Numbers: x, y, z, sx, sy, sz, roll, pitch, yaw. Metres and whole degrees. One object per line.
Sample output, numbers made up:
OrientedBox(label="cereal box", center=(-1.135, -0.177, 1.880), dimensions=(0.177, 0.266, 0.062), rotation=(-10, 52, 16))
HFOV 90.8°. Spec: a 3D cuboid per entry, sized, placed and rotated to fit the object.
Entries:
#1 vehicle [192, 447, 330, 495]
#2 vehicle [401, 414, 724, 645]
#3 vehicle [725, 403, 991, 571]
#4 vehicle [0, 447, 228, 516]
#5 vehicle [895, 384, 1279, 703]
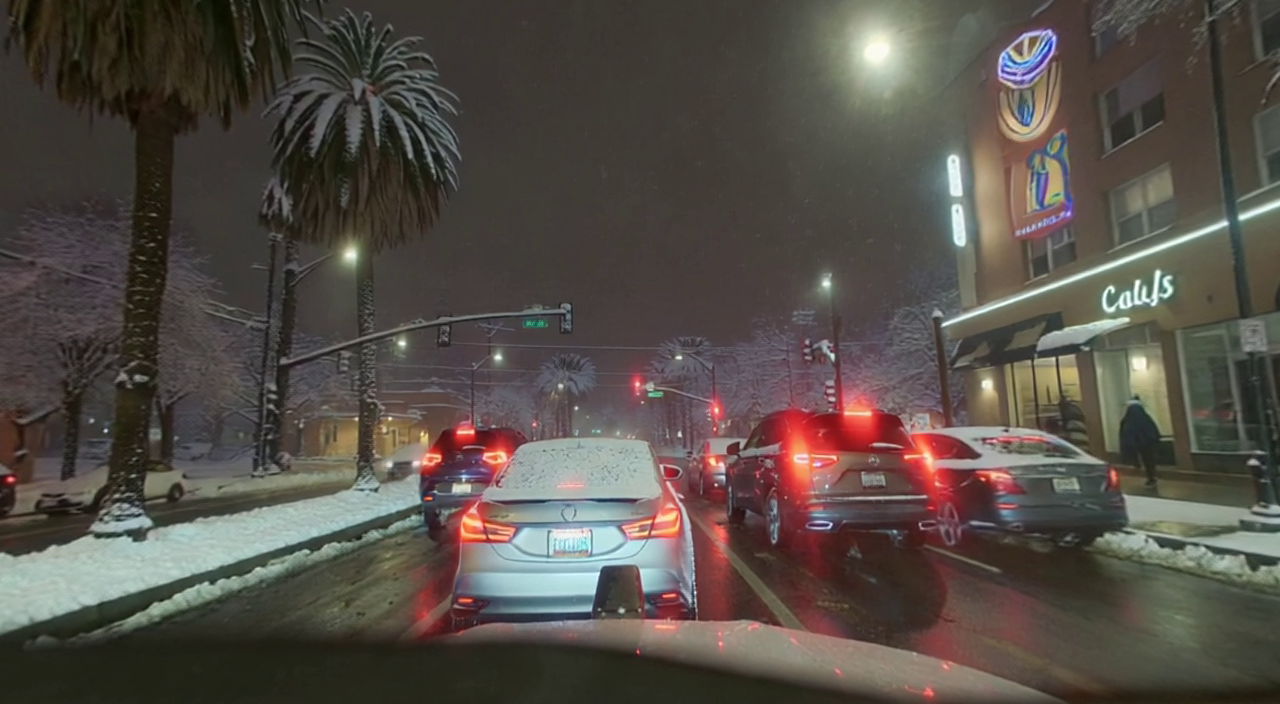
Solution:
OrientedBox(label="vehicle", center=(-12.857, 4.022, 21.867), dimensions=(1.856, 1.455, 4.700), rotation=(0, -9, 1))
OrientedBox(label="vehicle", center=(-0.516, 1.467, 6.229), dimensions=(2.096, 1.492, 4.071), rotation=(0, -9, 0))
OrientedBox(label="vehicle", center=(2.633, 1.768, 9.037), dimensions=(2.096, 1.775, 4.440), rotation=(0, -9, -2))
OrientedBox(label="vehicle", center=(-12.849, 3.136, 15.934), dimensions=(1.870, 1.475, 4.531), rotation=(0, -9, 0))
OrientedBox(label="vehicle", center=(2.603, 0.811, 1.486), dimensions=(2.085, 1.469, 4.458), rotation=(0, -9, -1))
